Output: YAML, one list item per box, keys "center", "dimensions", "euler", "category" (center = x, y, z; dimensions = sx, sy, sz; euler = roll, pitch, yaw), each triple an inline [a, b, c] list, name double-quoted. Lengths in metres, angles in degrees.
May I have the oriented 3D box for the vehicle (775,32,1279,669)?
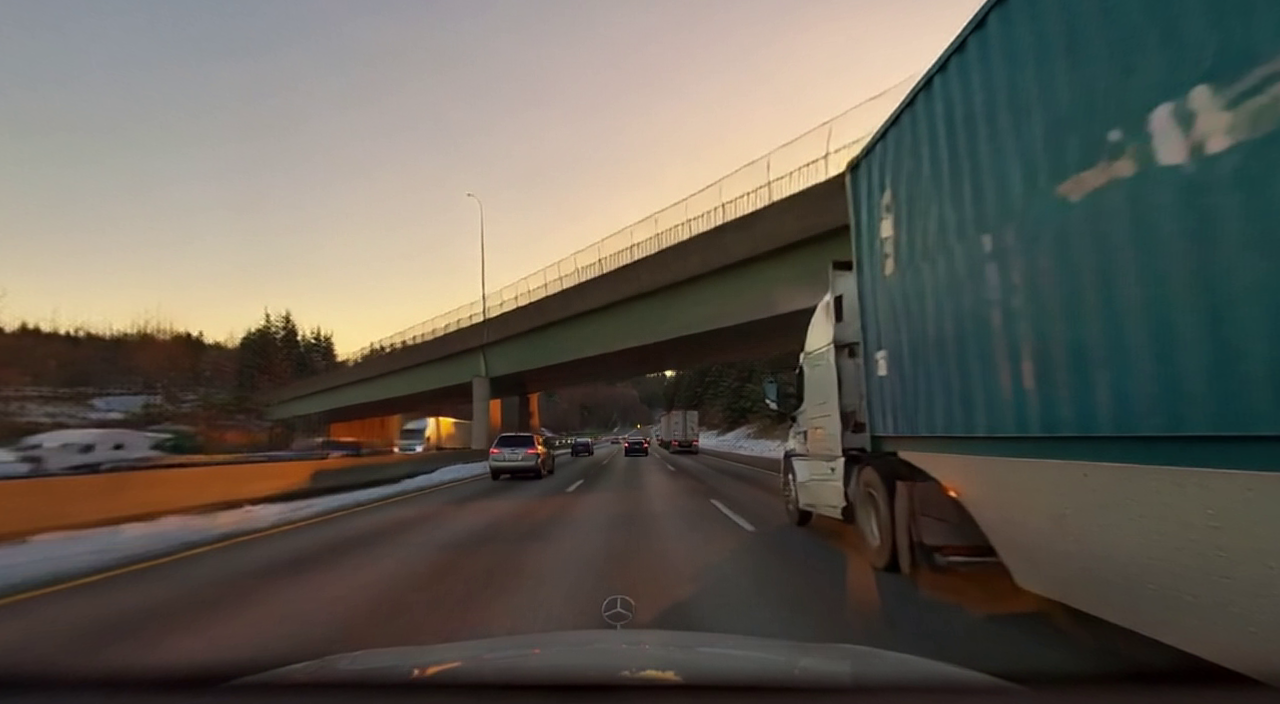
- center: [3.692, 0.274, 6.656]
  dimensions: [3.009, 3.673, 6.099]
  euler: [1, -7, -1]
  category: "vehicle"

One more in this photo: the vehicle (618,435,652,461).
- center: [-0.369, 6.206, 40.978]
  dimensions: [2.088, 1.567, 4.240]
  euler: [0, -8, -2]
  category: "vehicle"

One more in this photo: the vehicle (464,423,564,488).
- center: [-3.544, 3.006, 18.632]
  dimensions: [2.054, 1.671, 4.445]
  euler: [0, -8, 0]
  category: "vehicle"

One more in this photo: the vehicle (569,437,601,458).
- center: [-4.045, 7.098, 47.010]
  dimensions: [2.021, 1.514, 4.190]
  euler: [0, -8, 0]
  category: "vehicle"

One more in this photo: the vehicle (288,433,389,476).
- center: [-12.046, 4.083, 25.475]
  dimensions: [1.916, 1.568, 4.418]
  euler: [0, -8, 0]
  category: "vehicle"
